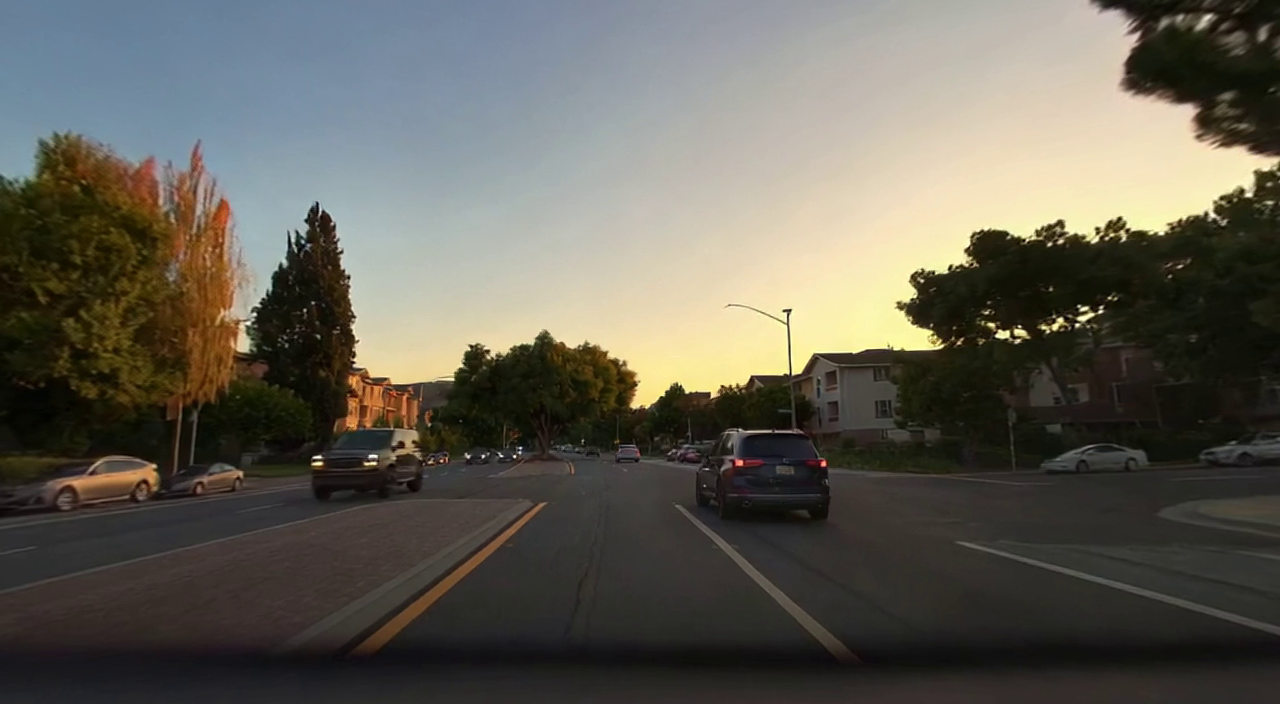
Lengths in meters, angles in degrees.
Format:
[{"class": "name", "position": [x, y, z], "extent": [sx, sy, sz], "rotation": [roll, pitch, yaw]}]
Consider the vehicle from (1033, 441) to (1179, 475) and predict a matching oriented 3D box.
[{"class": "vehicle", "position": [20.703, 4.738, 28.240], "extent": [4.825, 1.434, 2.097], "rotation": [-1, -9, 2]}]

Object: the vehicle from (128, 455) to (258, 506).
[{"class": "vehicle", "position": [-18.071, 5.171, 25.917], "extent": [2.078, 1.612, 4.798], "rotation": [-1, -7, -4]}]

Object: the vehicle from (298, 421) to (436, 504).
[{"class": "vehicle", "position": [-8.535, 3.492, 20.423], "extent": [2.440, 2.323, 4.874], "rotation": [0, -9, -3]}]

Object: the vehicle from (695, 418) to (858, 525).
[{"class": "vehicle", "position": [2.483, 2.323, 12.844], "extent": [2.085, 1.763, 4.490], "rotation": [0, -9, -3]}]

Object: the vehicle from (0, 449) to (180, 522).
[{"class": "vehicle", "position": [-17.980, 4.147, 20.405], "extent": [2.165, 1.964, 5.675], "rotation": [0, -8, -3]}]

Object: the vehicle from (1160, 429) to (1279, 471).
[{"class": "vehicle", "position": [26.722, 4.381, 28.358], "extent": [4.844, 1.806, 2.020], "rotation": [-1, -9, 2]}]
